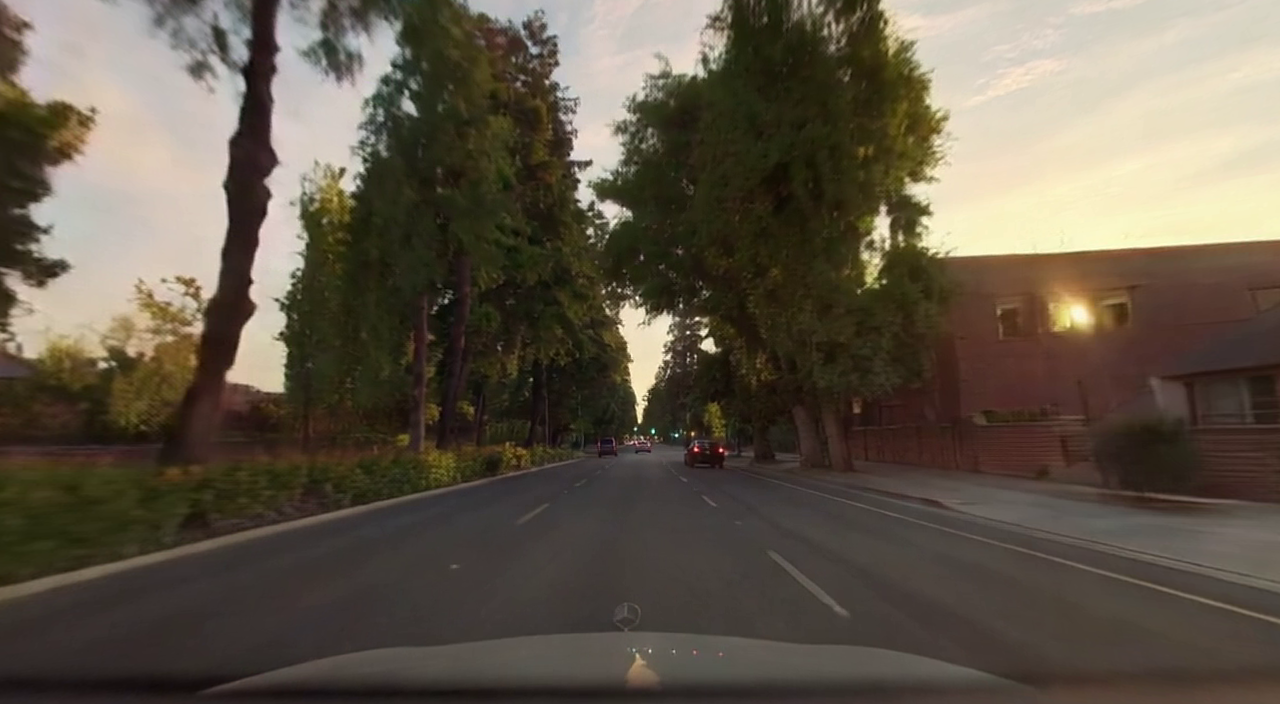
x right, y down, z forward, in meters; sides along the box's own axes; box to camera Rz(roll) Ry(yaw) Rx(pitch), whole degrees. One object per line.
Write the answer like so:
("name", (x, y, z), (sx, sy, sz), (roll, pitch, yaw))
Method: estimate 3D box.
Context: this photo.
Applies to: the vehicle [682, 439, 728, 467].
("vehicle", (3.900, 6.210, 38.814), (2.237, 1.578, 4.621), (0, -8, -1))
